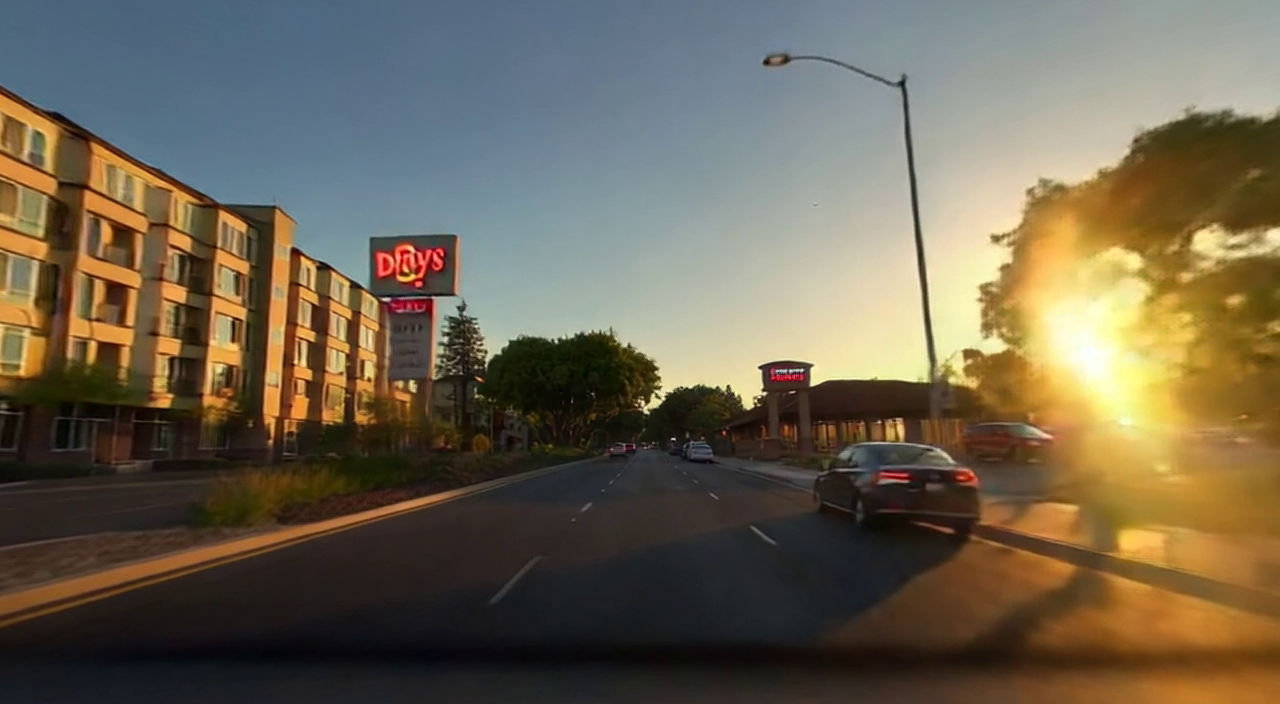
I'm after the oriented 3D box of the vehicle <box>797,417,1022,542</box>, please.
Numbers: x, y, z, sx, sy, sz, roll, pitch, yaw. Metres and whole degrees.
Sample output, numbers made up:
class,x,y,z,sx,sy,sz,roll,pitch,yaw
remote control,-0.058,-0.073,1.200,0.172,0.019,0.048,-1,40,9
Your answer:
class,x,y,z,sx,sy,sz,roll,pitch,yaw
vehicle,4.408,2.159,11.320,2.067,1.755,4.616,0,-8,1

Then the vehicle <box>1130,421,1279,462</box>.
class,x,y,z,sx,sy,sz,roll,pitch,yaw
vehicle,23.088,3.702,26.044,1.940,1.510,4.595,0,-8,0

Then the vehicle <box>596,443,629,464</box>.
class,x,y,z,sx,sy,sz,roll,pitch,yaw
vehicle,-2.069,7.812,48.635,2.176,1.543,4.335,0,-8,2

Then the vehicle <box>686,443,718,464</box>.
class,x,y,z,sx,sy,sz,roll,pitch,yaw
vehicle,4.853,7.980,49.738,2.085,1.509,5.134,0,-8,1

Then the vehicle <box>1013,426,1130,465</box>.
class,x,y,z,sx,sy,sz,roll,pitch,yaw
vehicle,17.767,3.890,26.222,1.953,1.488,4.129,0,-8,1
